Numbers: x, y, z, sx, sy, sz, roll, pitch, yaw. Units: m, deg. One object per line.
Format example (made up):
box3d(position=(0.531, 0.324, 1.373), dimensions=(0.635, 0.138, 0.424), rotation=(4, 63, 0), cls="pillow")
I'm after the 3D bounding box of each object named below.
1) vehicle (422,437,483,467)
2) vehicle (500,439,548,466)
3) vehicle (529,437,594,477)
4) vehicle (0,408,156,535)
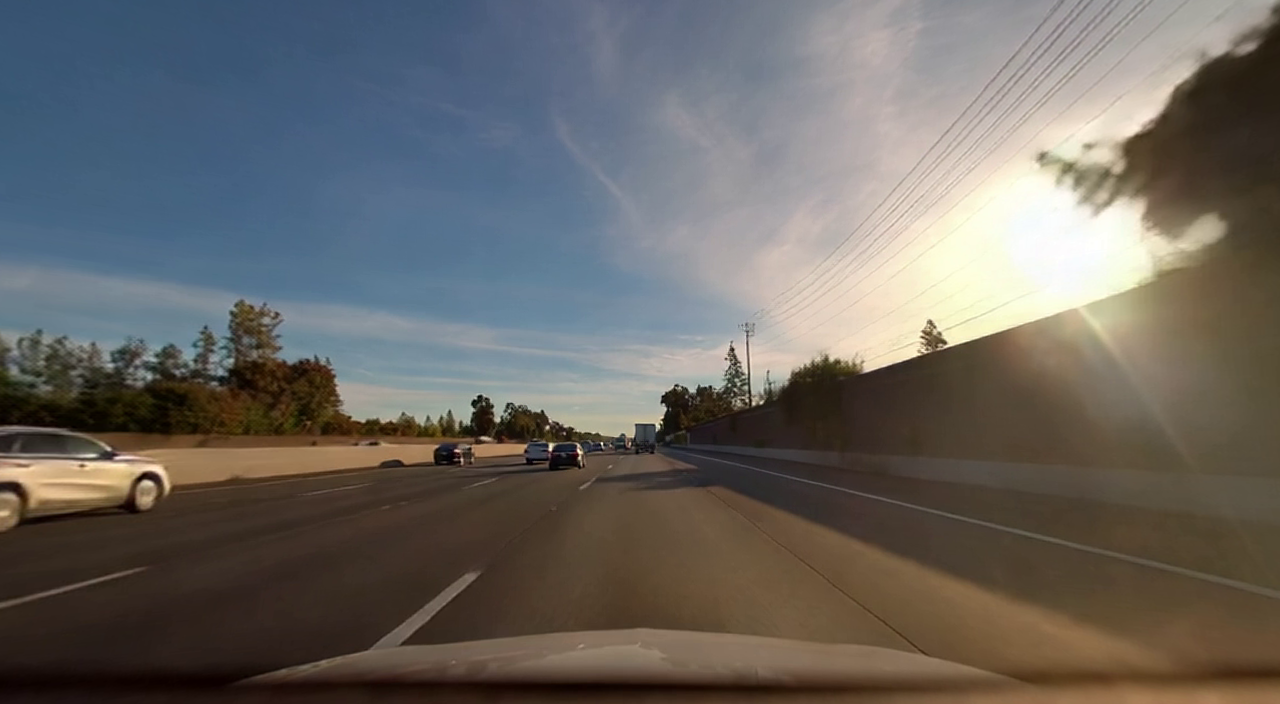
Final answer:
box3d(position=(-10.842, 5.823, 36.790), dimensions=(2.058, 1.621, 4.739), rotation=(0, -9, 1), cls="vehicle")
box3d(position=(-6.856, 5.999, 37.705), dimensions=(1.946, 1.514, 4.687), rotation=(0, -9, 1), cls="vehicle")
box3d(position=(-3.189, 4.429, 26.719), dimensions=(2.045, 1.532, 4.954), rotation=(0, -9, 1), cls="vehicle")
box3d(position=(-10.603, 1.759, 9.247), dimensions=(2.310, 1.853, 5.817), rotation=(0, -9, 1), cls="vehicle")
